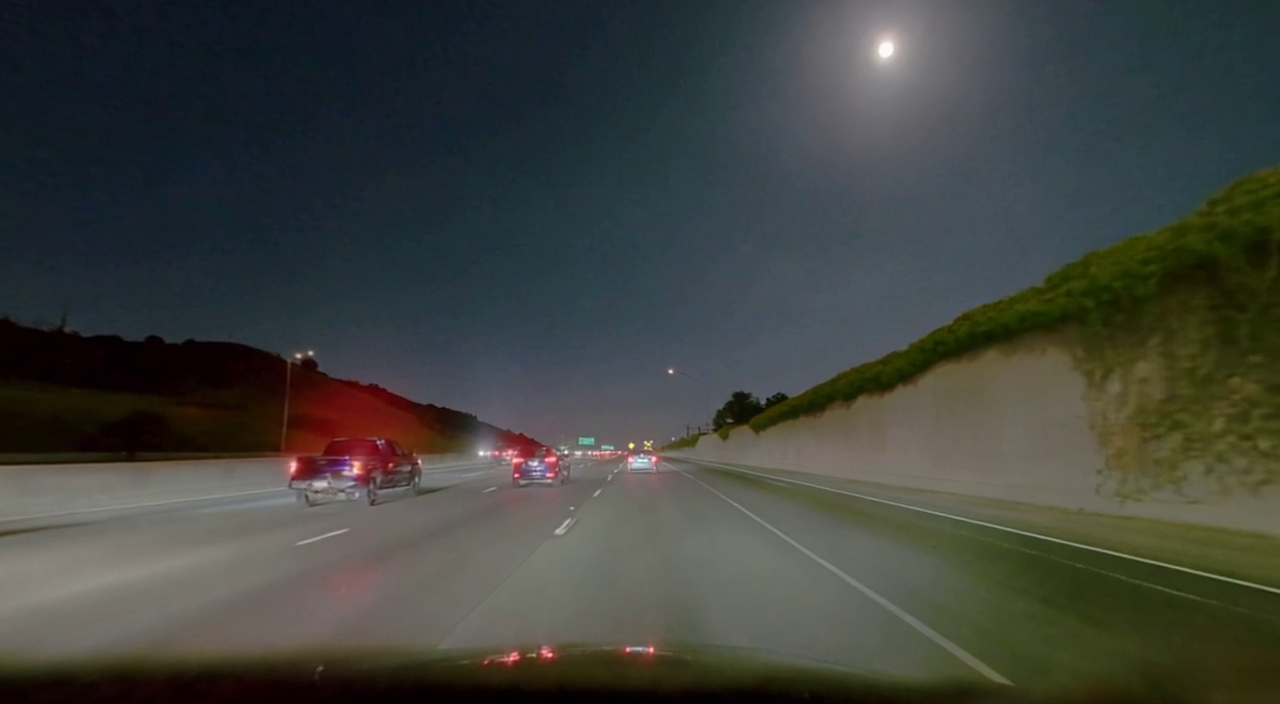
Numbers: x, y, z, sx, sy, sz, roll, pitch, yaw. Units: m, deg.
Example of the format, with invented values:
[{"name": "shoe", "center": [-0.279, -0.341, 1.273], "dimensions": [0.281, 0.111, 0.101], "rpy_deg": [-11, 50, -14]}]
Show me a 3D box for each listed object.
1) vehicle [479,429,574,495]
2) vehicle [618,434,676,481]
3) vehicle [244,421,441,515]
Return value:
[{"name": "vehicle", "center": [-3.436, 3.443, 20.055], "dimensions": [2.093, 1.820, 4.506], "rpy_deg": [0, -9, 1]}, {"name": "vehicle", "center": [0.248, 4.418, 26.605], "dimensions": [2.233, 1.804, 4.273], "rpy_deg": [0, -9, 0]}, {"name": "vehicle", "center": [-6.769, 2.718, 15.253], "dimensions": [2.108, 1.856, 5.214], "rpy_deg": [0, -9, 1]}]
